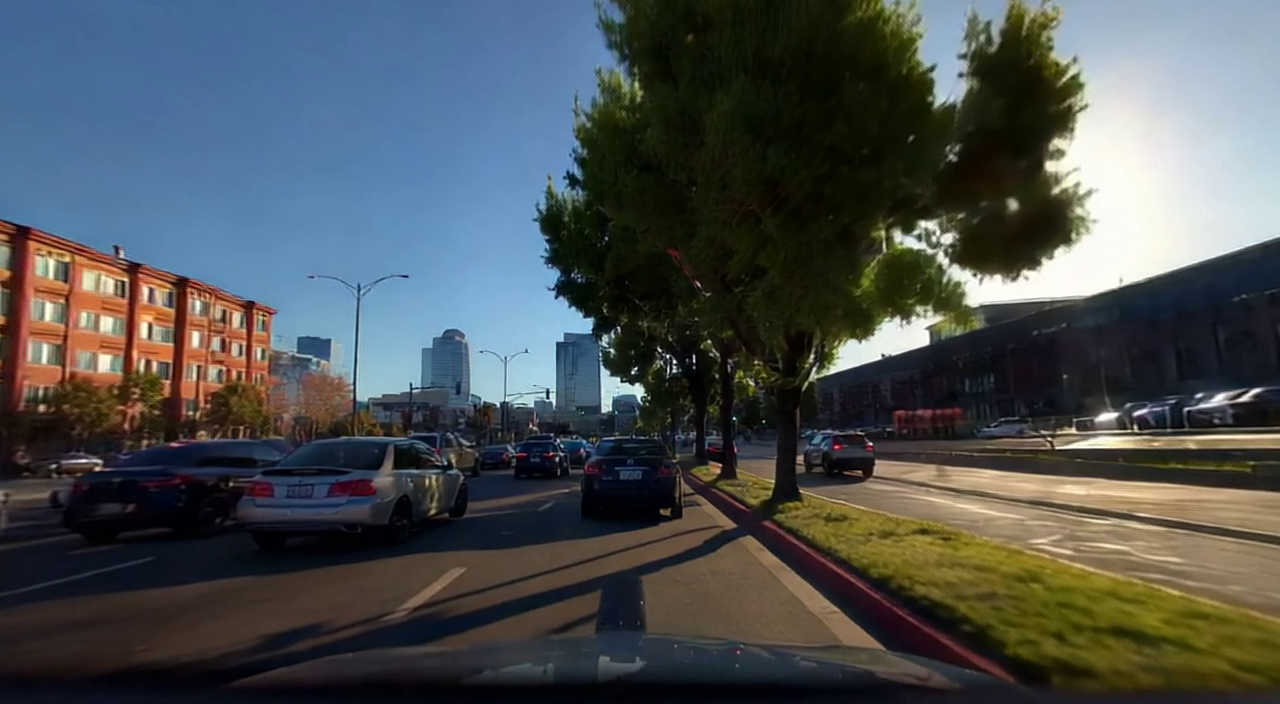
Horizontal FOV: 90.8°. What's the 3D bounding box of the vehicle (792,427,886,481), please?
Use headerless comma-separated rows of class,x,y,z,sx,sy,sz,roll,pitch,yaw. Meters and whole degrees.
vehicle,6.810,3.547,22.147,1.889,1.681,4.120,0,-9,-1

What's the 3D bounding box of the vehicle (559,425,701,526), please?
vehicle,-0.193,2.188,11.738,2.161,1.501,4.184,0,-8,-1

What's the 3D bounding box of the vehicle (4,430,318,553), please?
vehicle,-6.978,2.033,9.903,1.748,1.485,4.090,0,-8,-1

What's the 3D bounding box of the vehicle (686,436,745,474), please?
vehicle,3.152,4.421,27.333,1.905,1.473,4.183,0,-9,-2

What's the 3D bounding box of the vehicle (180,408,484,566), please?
vehicle,-3.758,1.735,8.830,2.009,1.619,4.376,0,-9,0

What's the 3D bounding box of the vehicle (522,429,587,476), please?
vehicle,-3.567,4.286,27.218,2.154,1.801,5.015,0,-8,-1
